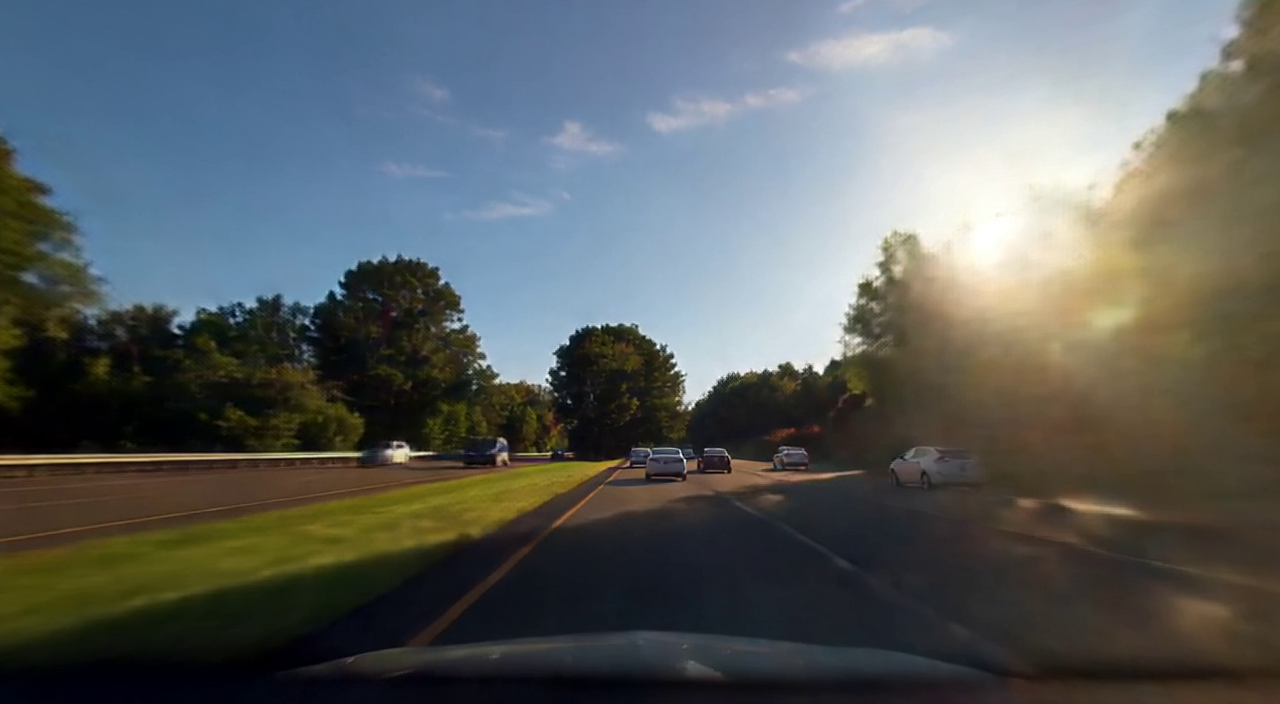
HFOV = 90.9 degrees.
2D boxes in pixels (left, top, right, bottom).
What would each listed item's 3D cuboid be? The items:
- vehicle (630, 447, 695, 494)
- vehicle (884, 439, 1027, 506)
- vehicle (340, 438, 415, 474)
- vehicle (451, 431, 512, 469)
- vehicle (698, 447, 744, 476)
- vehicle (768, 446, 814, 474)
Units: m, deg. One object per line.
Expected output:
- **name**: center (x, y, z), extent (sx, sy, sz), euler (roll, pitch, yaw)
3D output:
- **vehicle**: center (0.715, 4.014, 21.689), extent (2.020, 1.426, 3.702), euler (0, -9, 0)
- **vehicle**: center (8.201, 3.159, 16.824), extent (1.847, 1.554, 3.752), euler (0, -9, 0)
- **vehicle**: center (-12.409, 4.959, 30.072), extent (1.835, 1.583, 4.021), euler (0, -9, 0)
- **vehicle**: center (-8.571, 5.383, 34.495), extent (2.055, 1.897, 4.576), euler (0, -9, 1)
- **vehicle**: center (4.459, 6.085, 35.174), extent (1.981, 1.518, 4.029), euler (0, -9, -1)
- **vehicle**: center (9.275, 6.644, 38.971), extent (1.957, 1.594, 3.632), euler (0, -9, 0)
